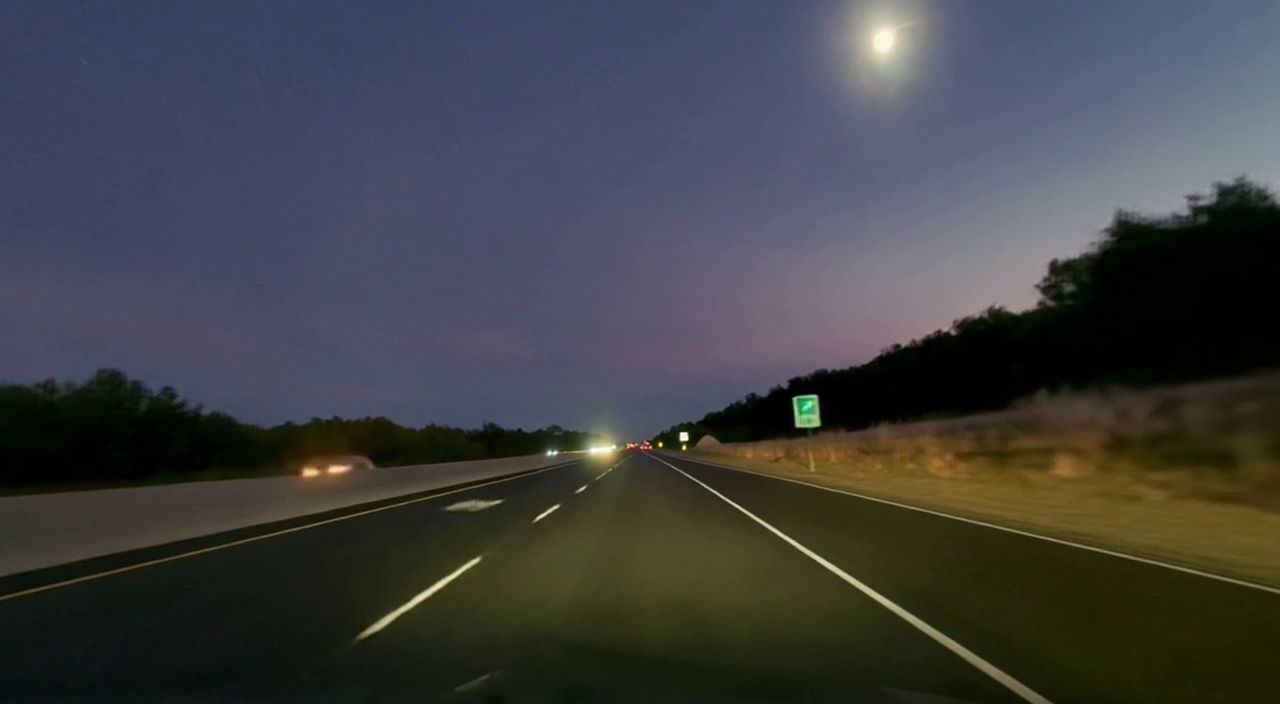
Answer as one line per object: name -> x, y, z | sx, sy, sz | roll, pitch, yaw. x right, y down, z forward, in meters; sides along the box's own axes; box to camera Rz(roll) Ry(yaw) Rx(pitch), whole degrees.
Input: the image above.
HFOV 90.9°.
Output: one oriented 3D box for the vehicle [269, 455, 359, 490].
vehicle -> -16.319, 6.057, 31.863 | 2.089, 1.568, 4.491 | 0, -9, 1
